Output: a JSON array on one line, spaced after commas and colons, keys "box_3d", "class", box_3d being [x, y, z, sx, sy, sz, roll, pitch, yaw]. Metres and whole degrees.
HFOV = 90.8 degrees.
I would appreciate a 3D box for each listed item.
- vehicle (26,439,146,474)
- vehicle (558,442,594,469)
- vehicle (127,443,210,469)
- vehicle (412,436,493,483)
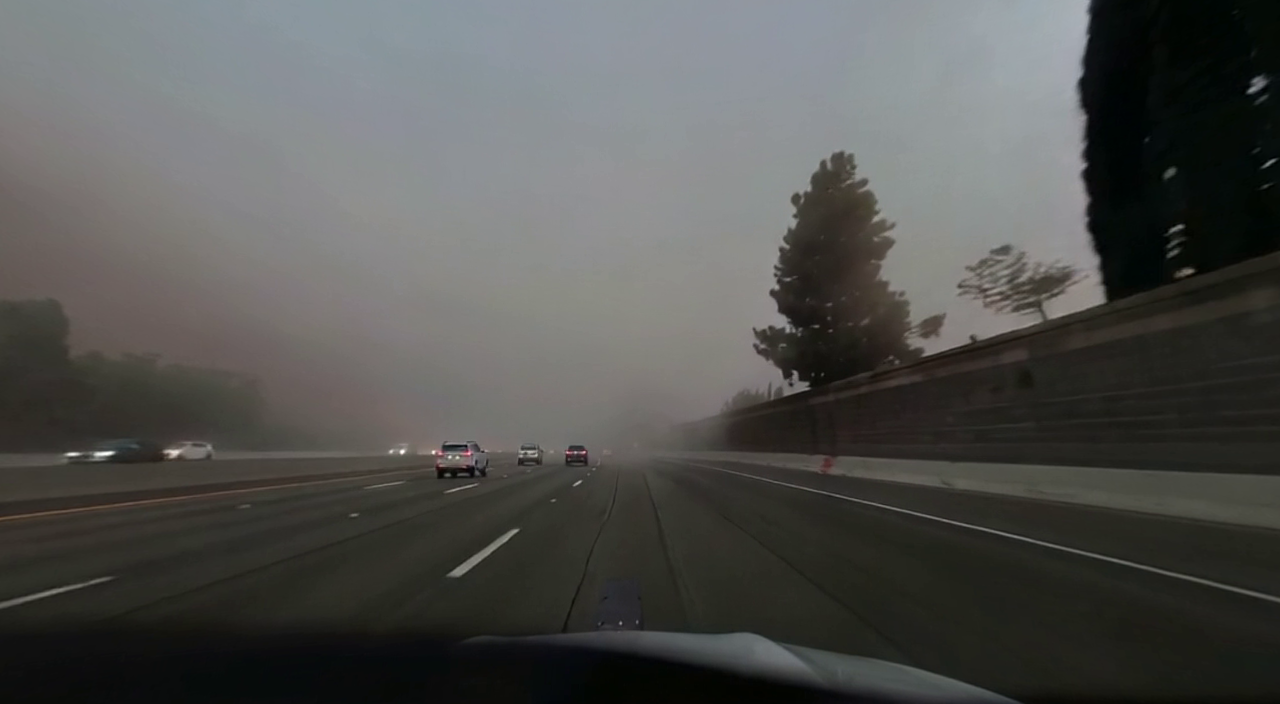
[{"box_3d": [-27.565, 5.217, 31.682, 1.911, 1.576, 4.545, 0, -9, -1], "class": "vehicle"}, {"box_3d": [-4.261, 6.953, 42.661, 2.115, 1.713, 4.263, 0, -9, -2], "class": "vehicle"}, {"box_3d": [-32.419, 7.161, 43.658, 2.061, 1.625, 4.873, 0, -9, -1], "class": "vehicle"}, {"box_3d": [-7.807, 4.536, 26.851, 2.074, 1.768, 4.805, 0, -9, -1], "class": "vehicle"}]
